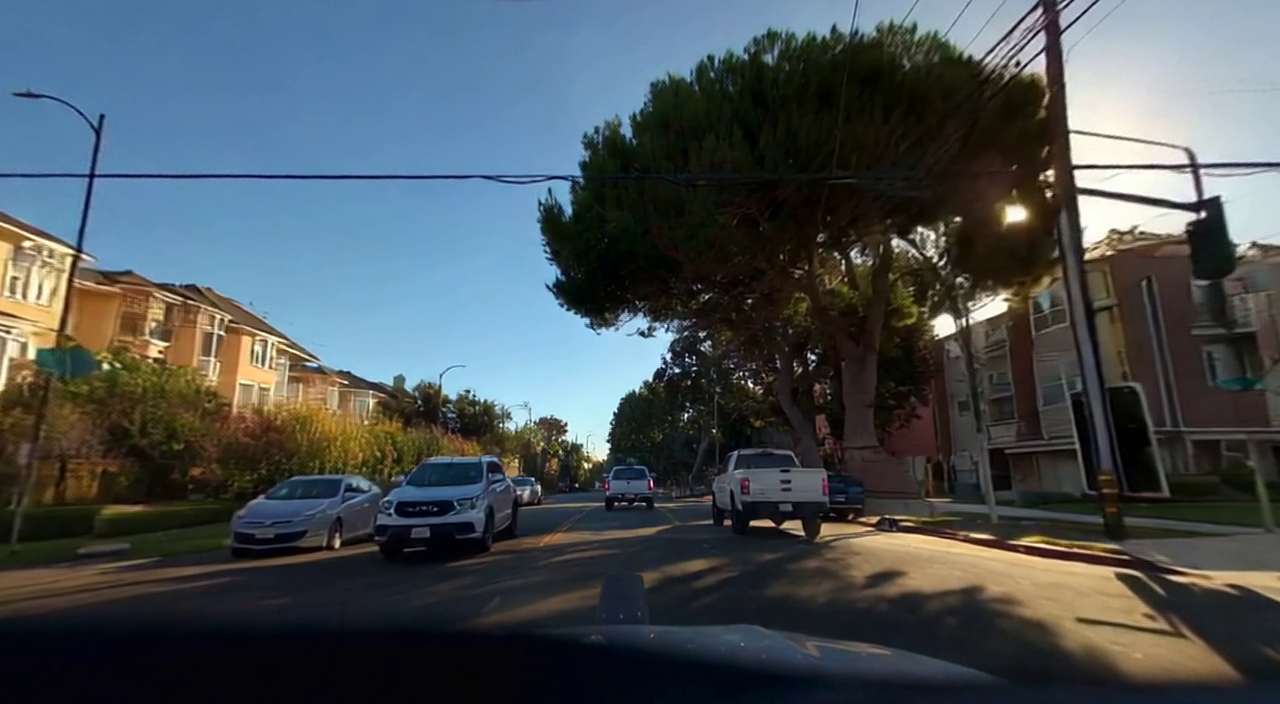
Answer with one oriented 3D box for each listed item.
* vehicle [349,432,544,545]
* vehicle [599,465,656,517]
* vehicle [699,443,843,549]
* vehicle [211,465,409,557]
[{"bbox_3d":[-3.682,2.848,13.610,2.330,1.859,6.068,0,-11,-1],"label":"vehicle"},{"bbox_3d":[-0.472,6.199,27.826,2.308,1.940,4.125,-1,-16,1],"label":"vehicle"},{"bbox_3d":[2.634,3.002,14.046,2.027,1.907,4.736,0,-8,-2],"label":"vehicle"},{"bbox_3d":[-6.665,3.207,13.429,1.881,1.464,4.379,0,-8,-1],"label":"vehicle"}]
